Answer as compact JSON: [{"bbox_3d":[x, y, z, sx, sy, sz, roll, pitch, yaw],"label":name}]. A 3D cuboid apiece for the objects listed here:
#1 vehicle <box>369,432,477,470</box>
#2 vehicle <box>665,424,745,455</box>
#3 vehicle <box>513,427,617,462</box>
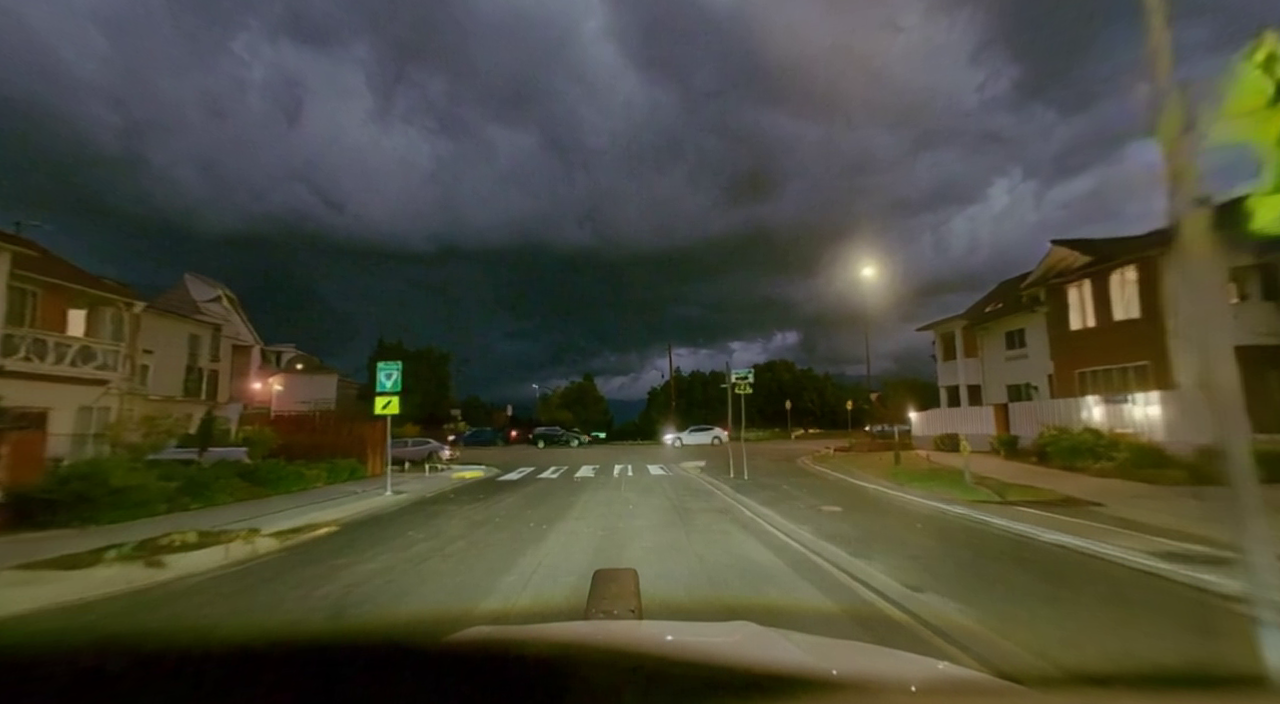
[{"bbox_3d":[-10.255,4.681,30.008,4.639,1.700,2.002,2,-8,-17],"label":"vehicle"},{"bbox_3d":[4.312,5.732,41.641,4.863,1.953,2.022,3,-8,-25],"label":"vehicle"},{"bbox_3d":[-4.074,5.030,34.321,5.181,1.768,2.139,4,-8,-26],"label":"vehicle"}]
